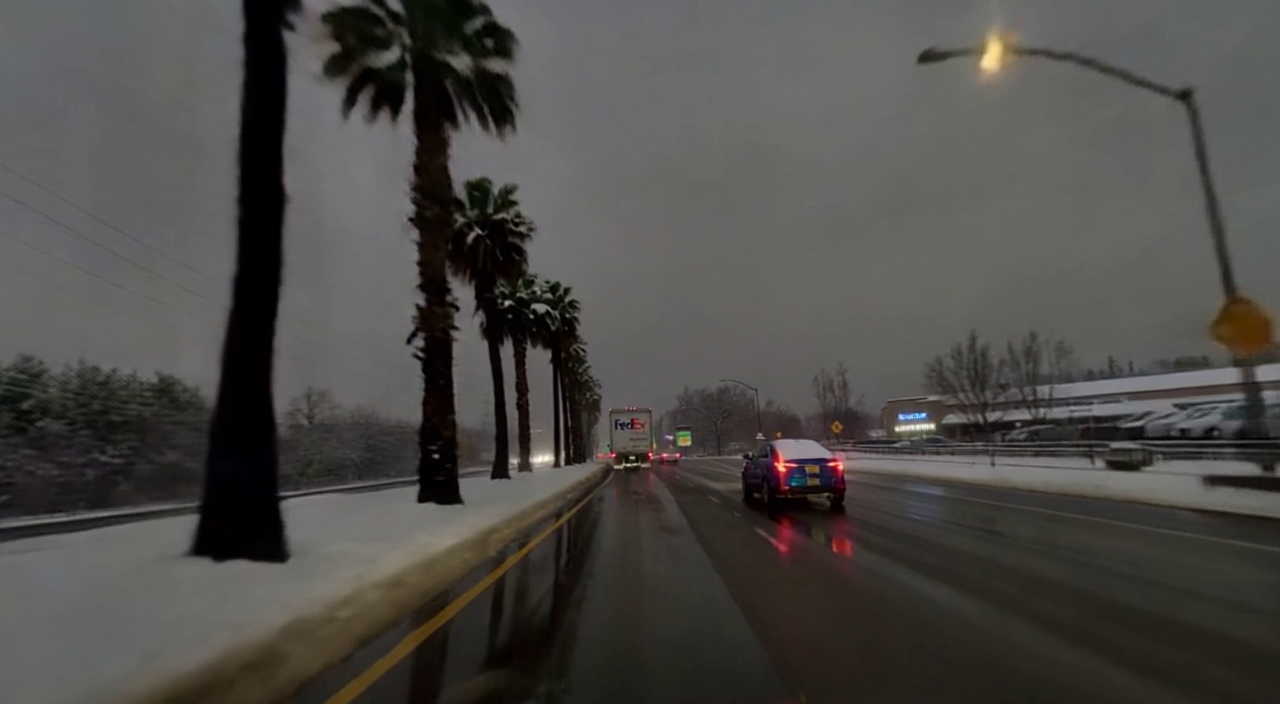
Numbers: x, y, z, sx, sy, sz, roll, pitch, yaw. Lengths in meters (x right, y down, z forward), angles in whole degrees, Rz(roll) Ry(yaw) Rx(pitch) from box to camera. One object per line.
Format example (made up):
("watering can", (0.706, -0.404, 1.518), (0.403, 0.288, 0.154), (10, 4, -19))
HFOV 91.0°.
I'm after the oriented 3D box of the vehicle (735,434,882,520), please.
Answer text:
("vehicle", (3.457, 2.648, 13.847), (1.966, 1.558, 4.238), (0, -9, -1))
